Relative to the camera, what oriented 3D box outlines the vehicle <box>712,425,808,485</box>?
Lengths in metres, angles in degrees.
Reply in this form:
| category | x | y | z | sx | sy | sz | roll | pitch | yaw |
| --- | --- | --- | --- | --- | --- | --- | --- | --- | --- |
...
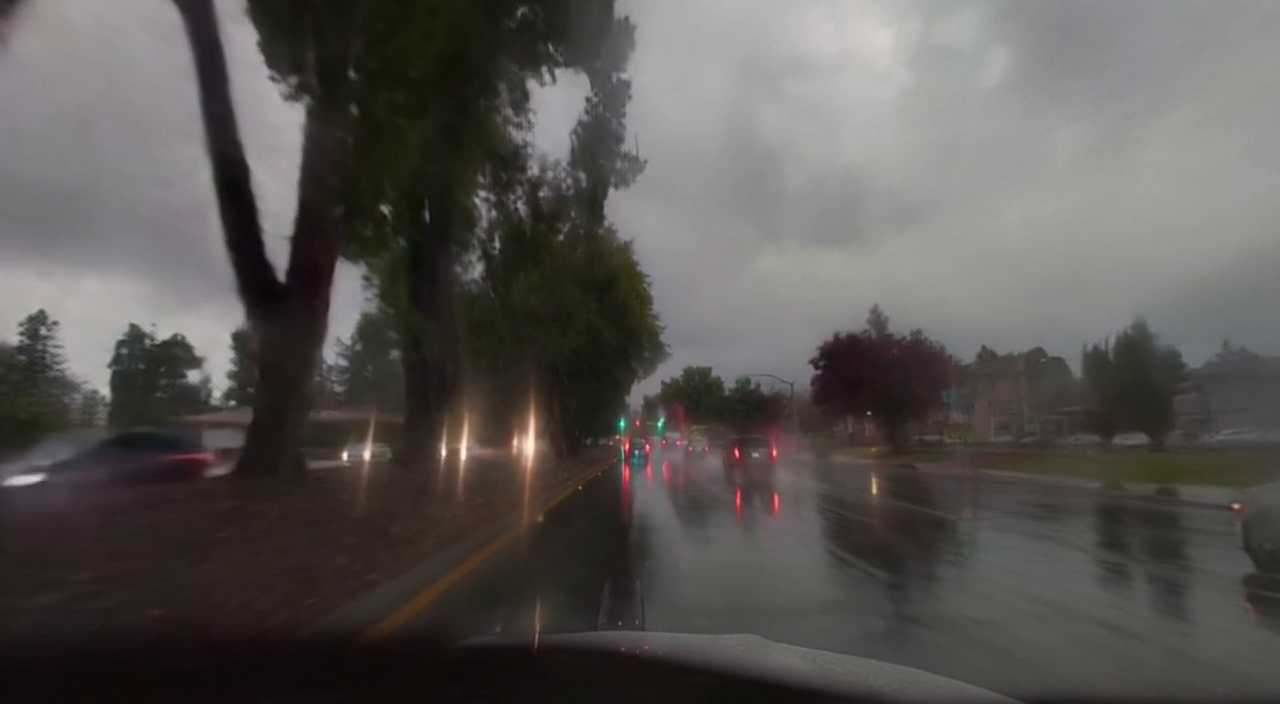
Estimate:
| category | x | y | z | sx | sy | sz | roll | pitch | yaw |
| --- | --- | --- | --- | --- | --- | --- | --- | --- | --- |
| vehicle | 3.928 | 3.508 | 21.646 | 2.209 | 1.813 | 4.724 | 1 | -9 | -2 |

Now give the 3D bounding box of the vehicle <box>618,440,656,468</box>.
| category | x | y | z | sx | sy | sz | roll | pitch | yaw |
| --- | --- | --- | --- | --- | --- | --- | --- | --- | --- |
| vehicle | -0.176 | 5.738 | 35.624 | 1.988 | 1.418 | 4.214 | 0 | -9 | 0 |

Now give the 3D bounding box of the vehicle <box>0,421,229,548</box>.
| category | x | y | z | sx | sy | sz | roll | pitch | yaw |
| --- | --- | --- | --- | --- | --- | --- | --- | --- | --- |
| vehicle | -9.391 | 2.129 | 10.747 | 2.058 | 1.716 | 4.266 | 1 | -9 | -4 |

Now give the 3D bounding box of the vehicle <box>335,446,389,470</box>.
| category | x | y | z | sx | sy | sz | roll | pitch | yaw |
| --- | --- | --- | --- | --- | --- | --- | --- | --- | --- |
| vehicle | -19.403 | 7.416 | 44.299 | 1.887 | 1.552 | 4.301 | 1 | -8 | -1 |

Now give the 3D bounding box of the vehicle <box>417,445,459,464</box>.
| category | x | y | z | sx | sy | sz | roll | pitch | yaw |
| --- | --- | --- | --- | --- | --- | --- | --- | --- | --- |
| vehicle | -15.808 | 8.046 | 49.641 | 1.825 | 1.467 | 4.364 | 0 | -9 | 0 |

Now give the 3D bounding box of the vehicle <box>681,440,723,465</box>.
| category | x | y | z | sx | sy | sz | roll | pitch | yaw |
| --- | --- | --- | --- | --- | --- | --- | --- | --- | --- |
| vehicle | 3.749 | 6.175 | 38.848 | 2.064 | 1.474 | 4.389 | 0 | -9 | -1 |
